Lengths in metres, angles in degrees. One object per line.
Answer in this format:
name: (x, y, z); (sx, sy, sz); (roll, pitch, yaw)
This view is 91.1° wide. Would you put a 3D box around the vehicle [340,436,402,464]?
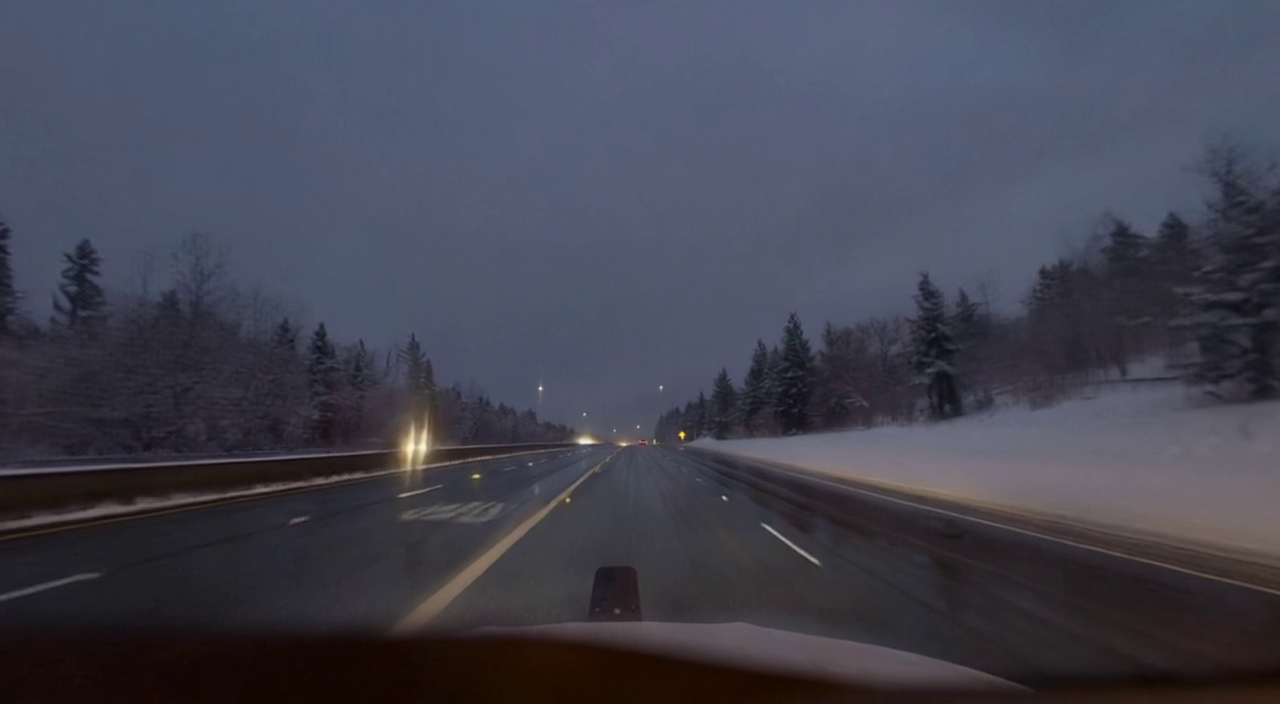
vehicle: (-15.796, 5.751, 37.192); (1.876, 1.517, 4.189); (0, -8, -1)
